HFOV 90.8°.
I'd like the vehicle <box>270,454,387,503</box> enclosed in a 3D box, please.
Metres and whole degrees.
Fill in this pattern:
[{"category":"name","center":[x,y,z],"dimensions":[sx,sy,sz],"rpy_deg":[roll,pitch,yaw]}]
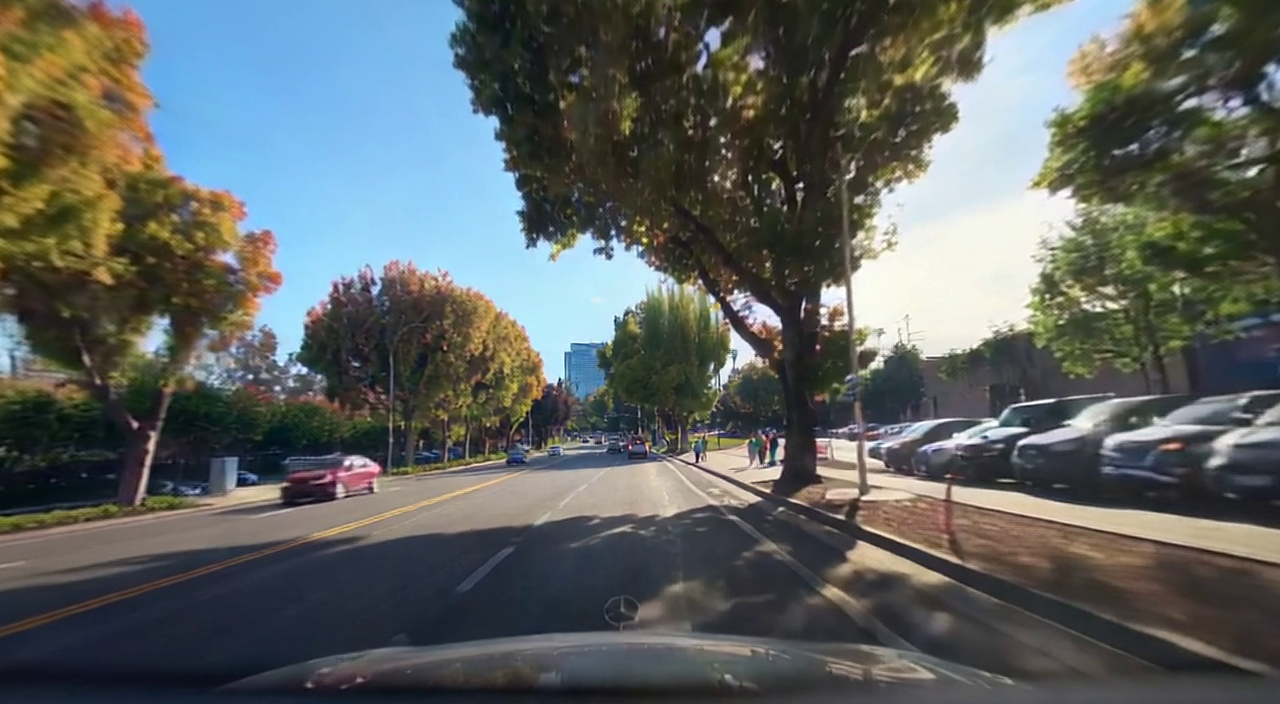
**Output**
[{"category":"vehicle","center":[-10.767,4.373,22.262],"dimensions":[1.948,1.481,4.380],"rpy_deg":[0,-9,-1]}]
